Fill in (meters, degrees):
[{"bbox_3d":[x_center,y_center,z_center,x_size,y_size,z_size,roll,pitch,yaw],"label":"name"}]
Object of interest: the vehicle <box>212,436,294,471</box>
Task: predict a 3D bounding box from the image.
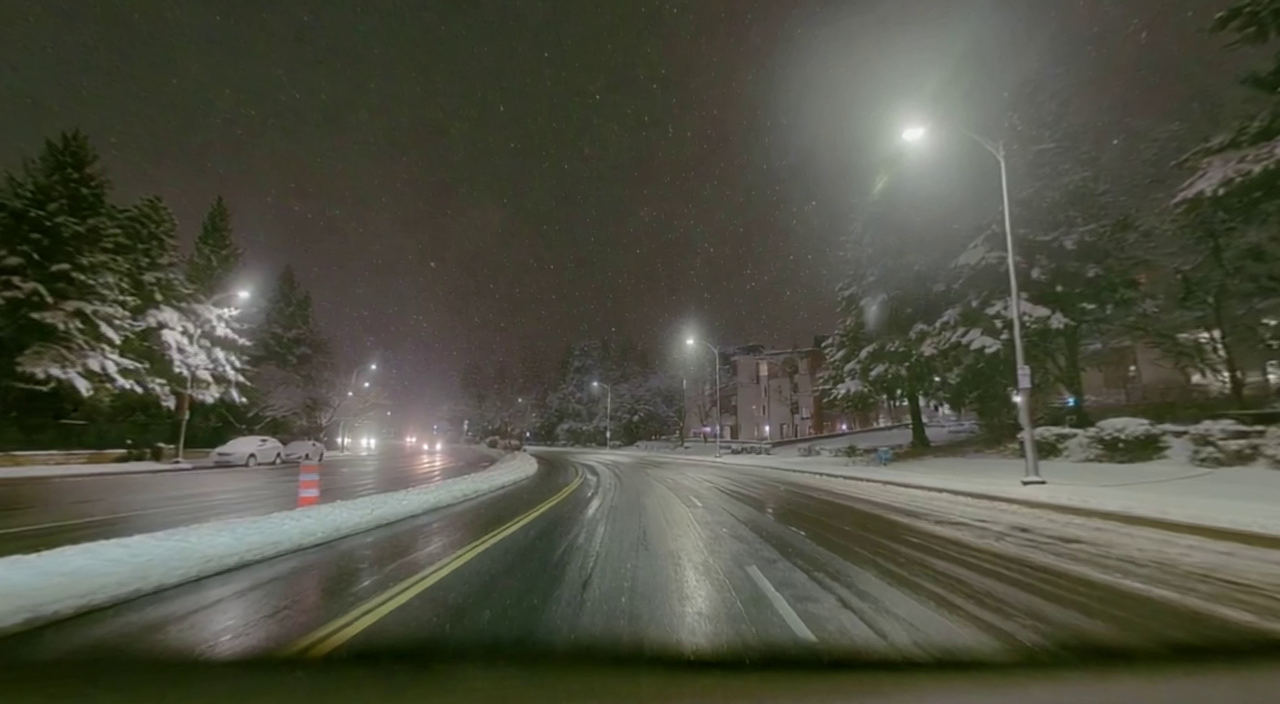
[{"bbox_3d":[-23.074,6.066,37.847,2.387,1.951,4.827,1,-9,-9],"label":"vehicle"}]
